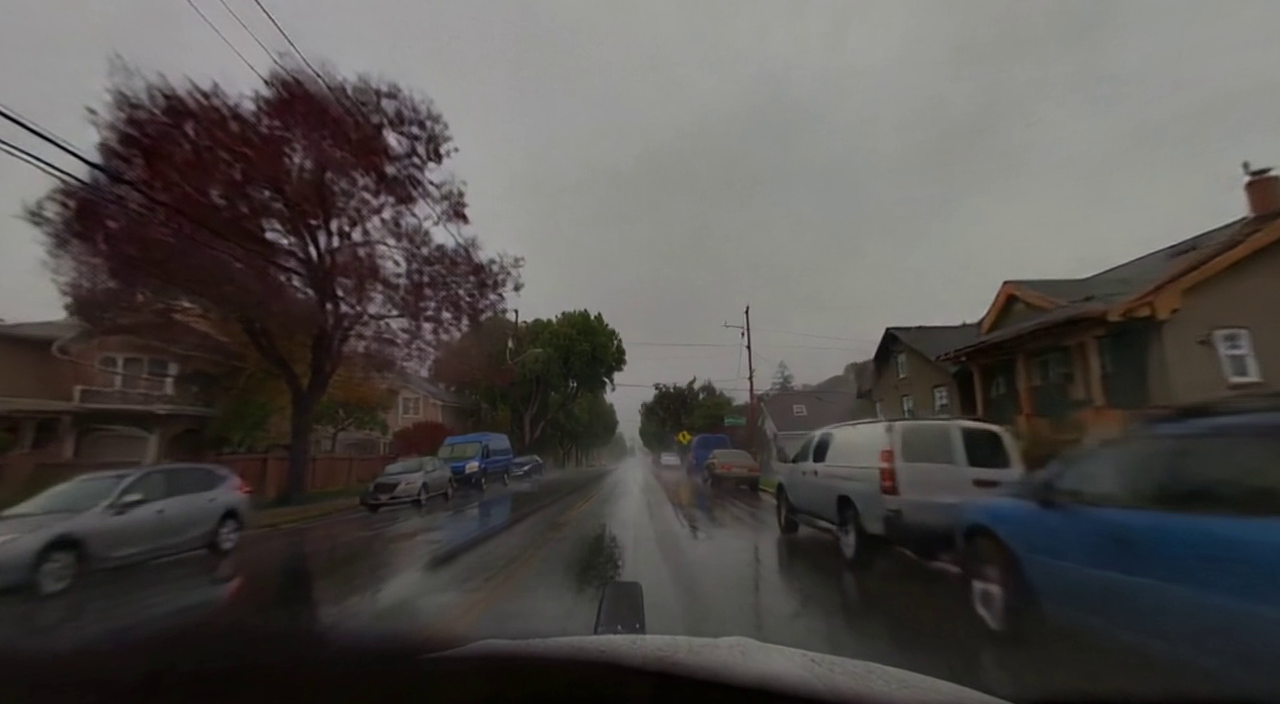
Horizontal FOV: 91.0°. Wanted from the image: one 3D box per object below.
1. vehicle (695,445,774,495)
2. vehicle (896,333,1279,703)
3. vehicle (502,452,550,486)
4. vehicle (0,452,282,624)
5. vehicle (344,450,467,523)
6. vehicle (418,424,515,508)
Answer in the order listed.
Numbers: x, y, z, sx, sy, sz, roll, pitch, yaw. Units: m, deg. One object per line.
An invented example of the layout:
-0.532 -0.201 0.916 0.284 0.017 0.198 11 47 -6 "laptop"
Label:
2.992 3.839 20.902 1.796 1.449 4.373 0 -9 -2 "vehicle"
3.215 0.951 2.980 2.013 1.775 4.570 0 -8 -1 "vehicle"
-6.997 7.169 39.007 2.057 1.632 4.730 0 -5 0 "vehicle"
-6.853 2.121 8.096 1.874 1.569 4.318 1 -10 1 "vehicle"
-6.950 3.974 19.212 2.027 1.563 4.594 -2 -5 0 "vehicle"
-7.018 4.566 26.280 2.508 2.712 5.809 -1 -3 0 "vehicle"
